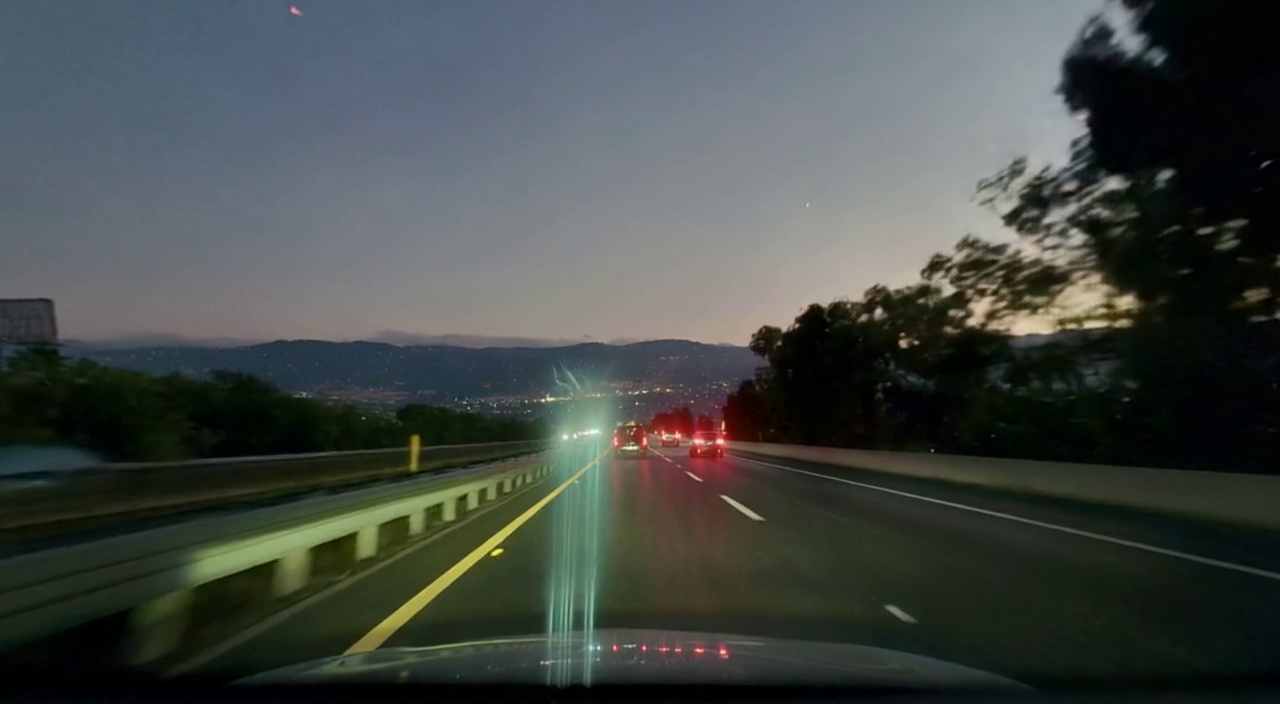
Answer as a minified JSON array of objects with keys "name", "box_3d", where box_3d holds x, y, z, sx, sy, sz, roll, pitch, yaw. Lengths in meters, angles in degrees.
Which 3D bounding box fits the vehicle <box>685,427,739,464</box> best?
[{"name":"vehicle","box_3d":[3.346,4.421,30.011,1.981,1.606,3.956,0,-8,-2]}]

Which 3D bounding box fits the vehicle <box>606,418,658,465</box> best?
[{"name":"vehicle","box_3d":[-0.434,4.230,29.944,2.270,2.044,4.633,0,-8,-2]}]
